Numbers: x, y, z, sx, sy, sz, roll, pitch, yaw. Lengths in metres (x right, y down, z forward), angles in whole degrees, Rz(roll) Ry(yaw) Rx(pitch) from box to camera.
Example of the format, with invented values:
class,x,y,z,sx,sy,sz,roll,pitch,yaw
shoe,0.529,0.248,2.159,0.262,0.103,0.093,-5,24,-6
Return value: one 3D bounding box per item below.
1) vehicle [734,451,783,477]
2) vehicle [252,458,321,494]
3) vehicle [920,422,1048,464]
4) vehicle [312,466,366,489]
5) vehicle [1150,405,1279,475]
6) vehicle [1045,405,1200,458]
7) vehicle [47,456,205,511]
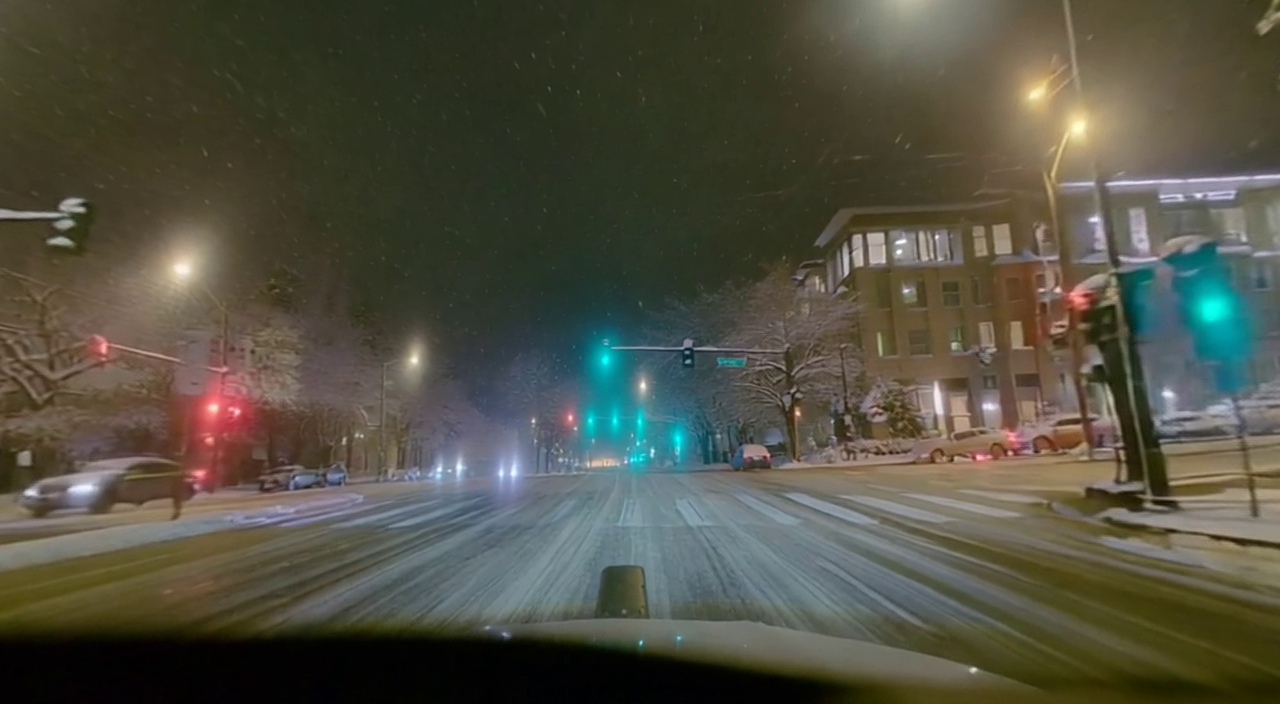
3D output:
class,x,y,z,sx,sy,sz,roll,pitch,yaw
vehicle,7.064,6.685,37.973,1.919,1.449,4.561,0,-9,-2
vehicle,-22.718,7.940,40.734,1.966,1.930,4.591,-2,-7,-2
vehicle,15.210,4.090,28.108,4.432,1.523,1.908,-4,-12,5
vehicle,-22.619,9.420,47.582,1.820,1.442,4.715,-1,-9,0
vehicle,17.229,2.348,17.377,4.329,1.502,2.122,-5,-4,6
vehicle,20.832,3.488,27.446,4.692,1.610,2.174,-5,-15,4
vehicle,-19.067,4.868,23.766,2.027,1.678,4.654,-3,-9,0
